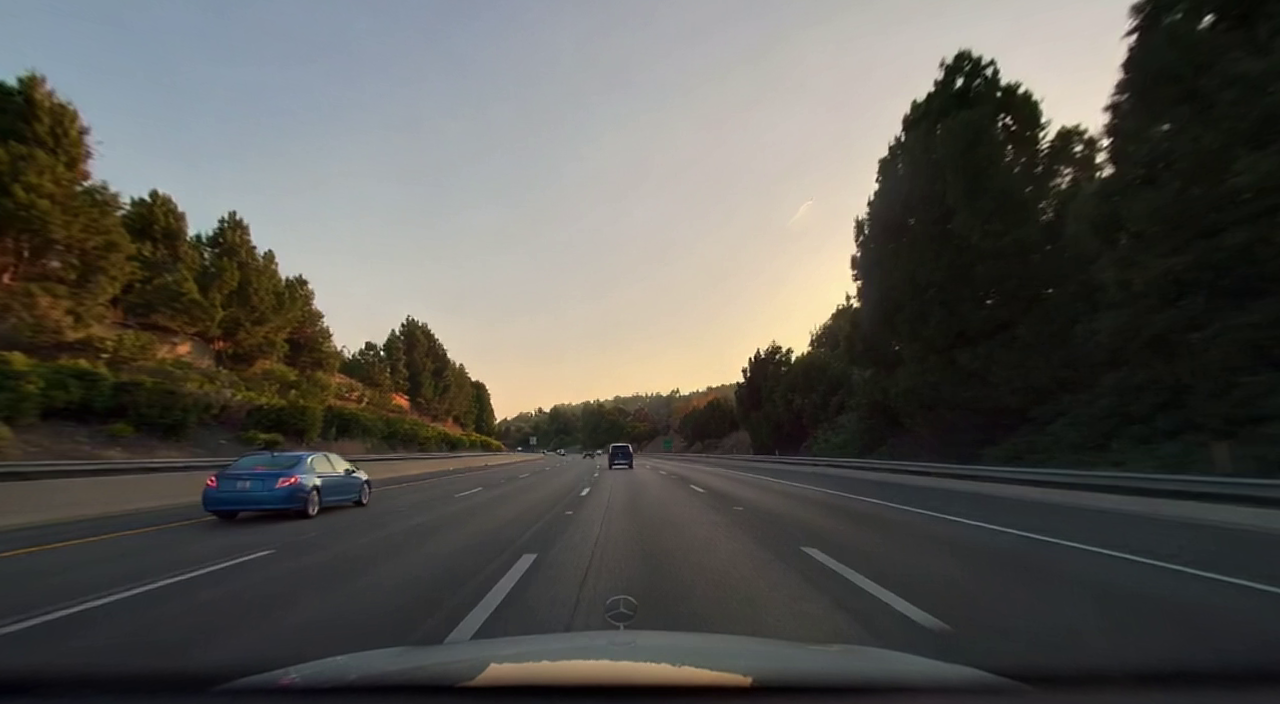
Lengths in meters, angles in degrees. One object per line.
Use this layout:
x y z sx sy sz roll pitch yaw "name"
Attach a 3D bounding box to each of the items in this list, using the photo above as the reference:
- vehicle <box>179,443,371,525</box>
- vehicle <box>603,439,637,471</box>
-7.557 2.730 13.616 1.915 1.479 3.843 0 -9 -2 "vehicle"
-1.290 6.391 39.451 1.990 1.878 4.079 0 -9 -3 "vehicle"
